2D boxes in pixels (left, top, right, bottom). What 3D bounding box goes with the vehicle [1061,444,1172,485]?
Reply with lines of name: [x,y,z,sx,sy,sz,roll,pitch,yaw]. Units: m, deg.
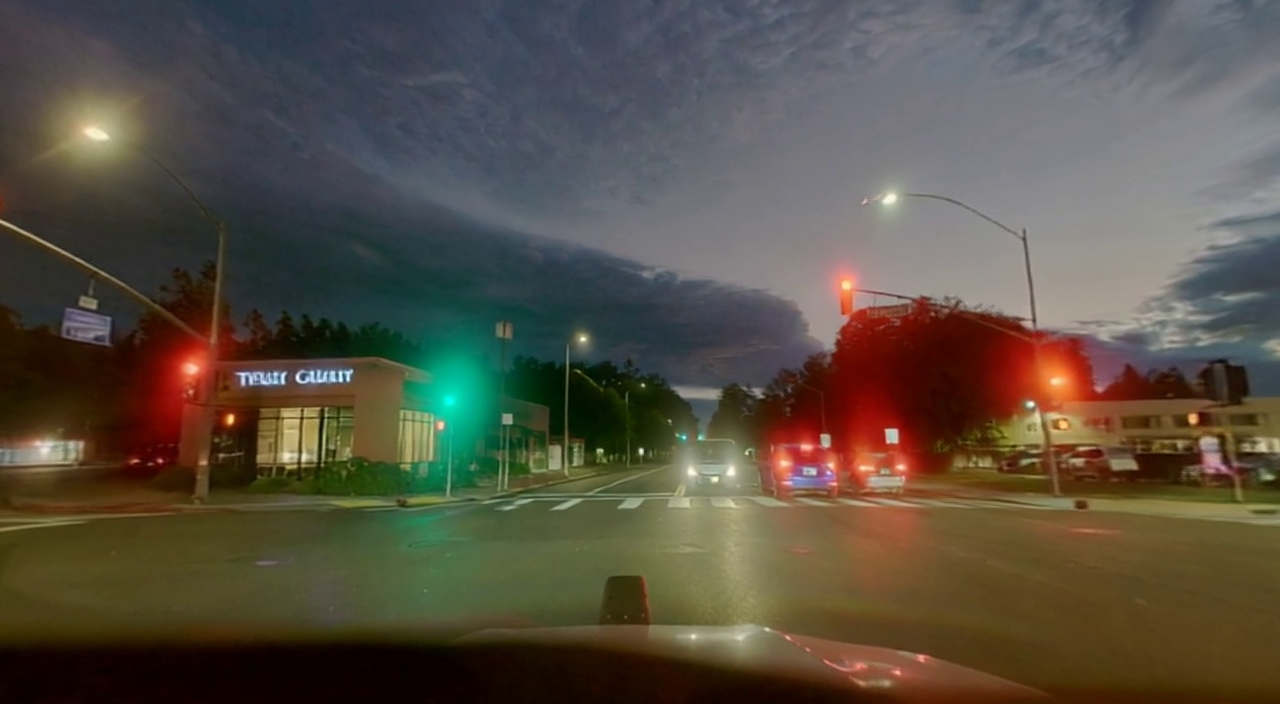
vehicle: [21.539,5.071,28.670,1.748,1.695,3.640,2,-9,-13]

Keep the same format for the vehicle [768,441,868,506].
vehicle: [5.290,3.640,19.448,2.048,1.725,4.754,-1,-9,4]

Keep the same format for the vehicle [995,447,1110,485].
vehicle: [18.890,5.187,29.101,1.924,1.579,4.084,2,-9,-17]

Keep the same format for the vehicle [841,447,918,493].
vehicle: [9.617,4.742,25.661,1.792,1.682,4.089,-1,-9,5]

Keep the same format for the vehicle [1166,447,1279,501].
vehicle: [18.772,3.863,20.363,1.875,1.543,3.853,-5,-10,28]

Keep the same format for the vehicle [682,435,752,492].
vehicle: [2.850,4.268,24.554,2.390,1.948,5.344,-1,-9,4]
